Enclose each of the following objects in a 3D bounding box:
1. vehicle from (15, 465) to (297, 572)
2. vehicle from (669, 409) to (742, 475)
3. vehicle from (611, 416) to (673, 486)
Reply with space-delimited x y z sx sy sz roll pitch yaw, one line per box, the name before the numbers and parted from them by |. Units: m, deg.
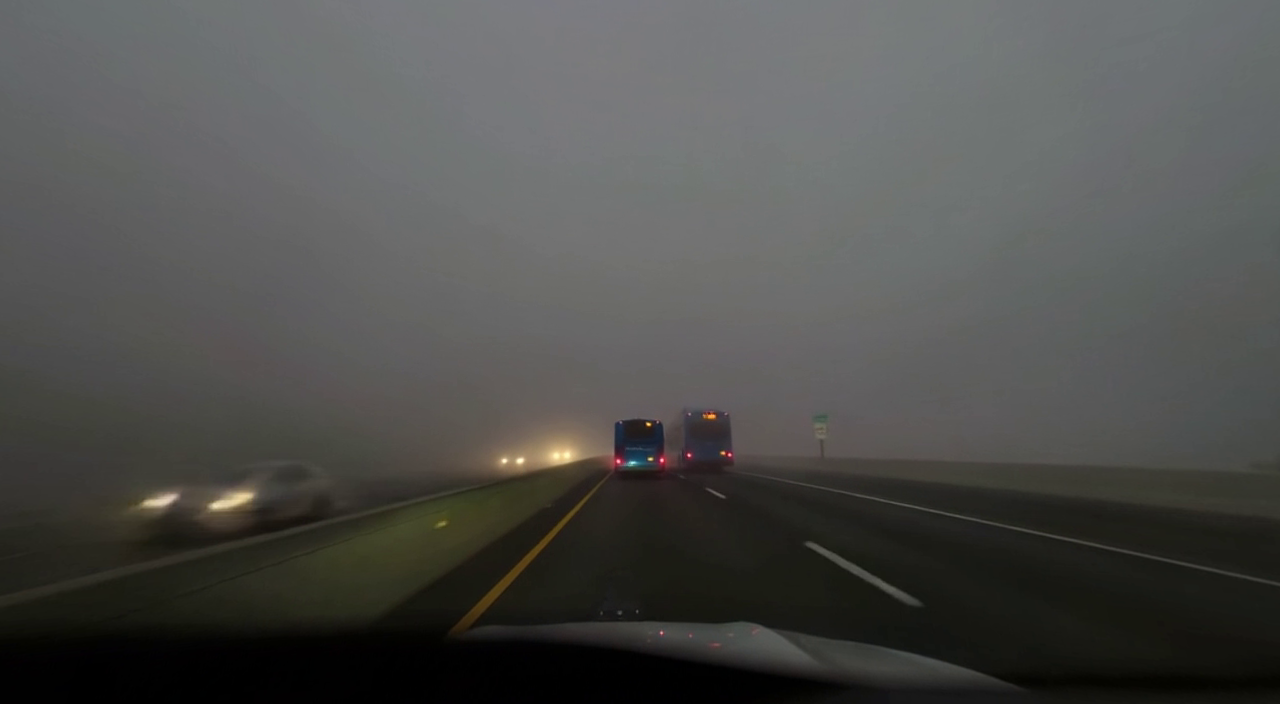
vehicle | -8.763 3.004 12.020 1.893 1.482 4.464 -1 -9 -1
vehicle | 4.020 6.044 41.827 3.074 3.668 12.805 -1 -9 -2
vehicle | 0.011 4.301 27.420 2.414 2.675 5.574 -1 -9 -2
